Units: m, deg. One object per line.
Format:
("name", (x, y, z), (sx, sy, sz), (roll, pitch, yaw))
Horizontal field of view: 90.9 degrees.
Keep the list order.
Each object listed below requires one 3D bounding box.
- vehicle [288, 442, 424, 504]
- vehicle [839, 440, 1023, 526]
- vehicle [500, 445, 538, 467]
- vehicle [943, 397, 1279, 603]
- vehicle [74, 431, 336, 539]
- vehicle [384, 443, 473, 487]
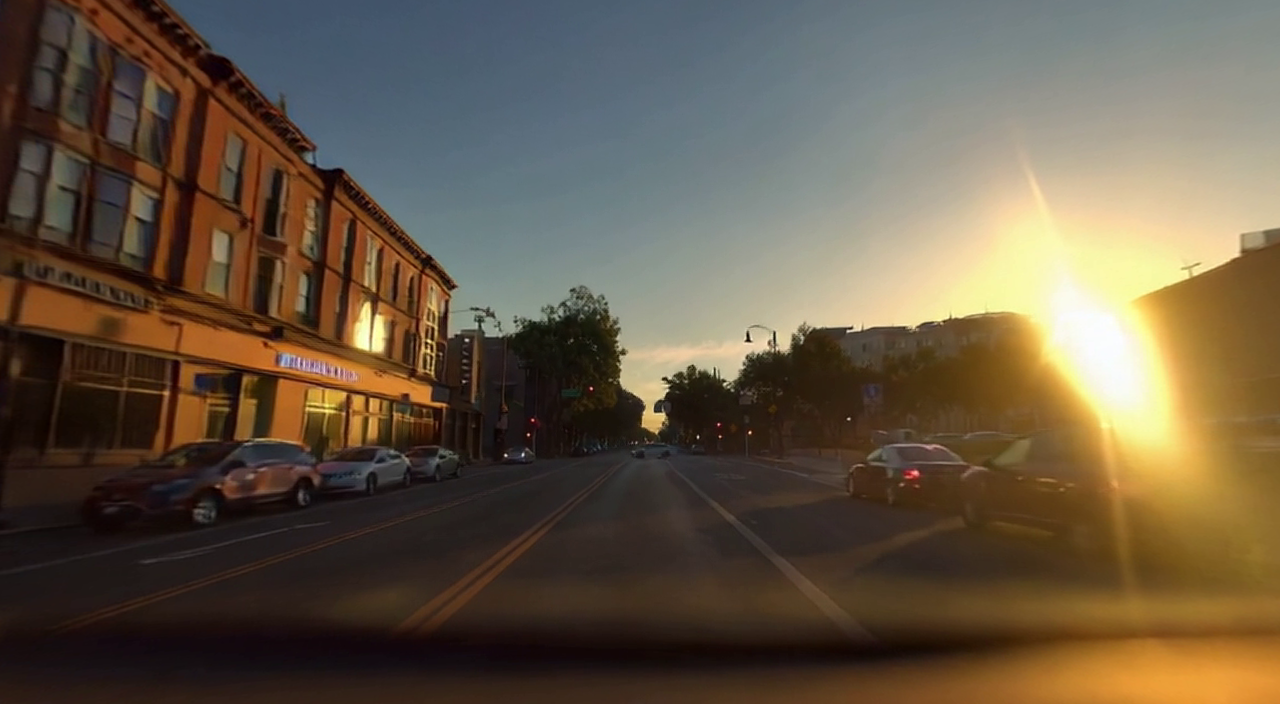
("vehicle", (-8.891, 3.792, 20.350), (2.004, 1.709, 4.941), (0, -8, 1))
("vehicle", (6.139, 2.774, 14.054), (1.989, 1.571, 4.607), (0, -8, 1))
("vehicle", (-8.849, 7.620, 46.342), (1.908, 1.529, 4.522), (0, -8, -1))
("vehicle", (5.941, 1.668, 8.075), (1.922, 1.871, 4.477), (0, -8, 1))
("vehicle", (-8.821, 2.704, 13.531), (2.140, 1.861, 4.801), (-1, -9, 1))
("vehicle", (-8.646, 4.640, 26.300), (1.961, 1.627, 4.634), (-1, -8, 2))
